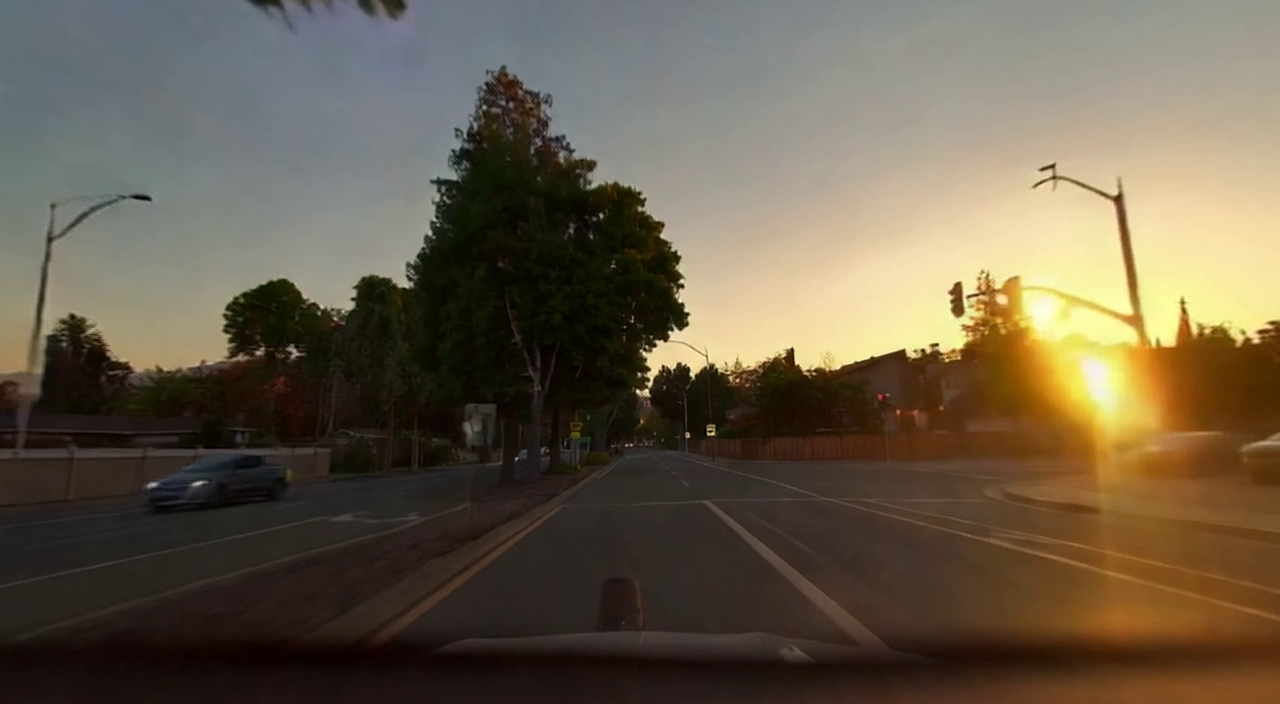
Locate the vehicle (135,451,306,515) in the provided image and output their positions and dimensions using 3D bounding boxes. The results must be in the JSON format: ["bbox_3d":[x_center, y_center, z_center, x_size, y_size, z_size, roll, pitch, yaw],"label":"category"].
[{"bbox_3d":[-12.716,3.944,19.506,2.007,1.655,4.649,-1,-8,1],"label":"vehicle"}]

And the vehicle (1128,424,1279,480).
[{"bbox_3d":[17.206,2.802,17.763,5.126,1.469,2.009,0,-8,-1],"label":"vehicle"}]

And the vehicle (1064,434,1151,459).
[{"bbox_3d":[26.204,5.304,35.406,1.624,1.311,4.222,0,-8,-1],"label":"vehicle"}]
